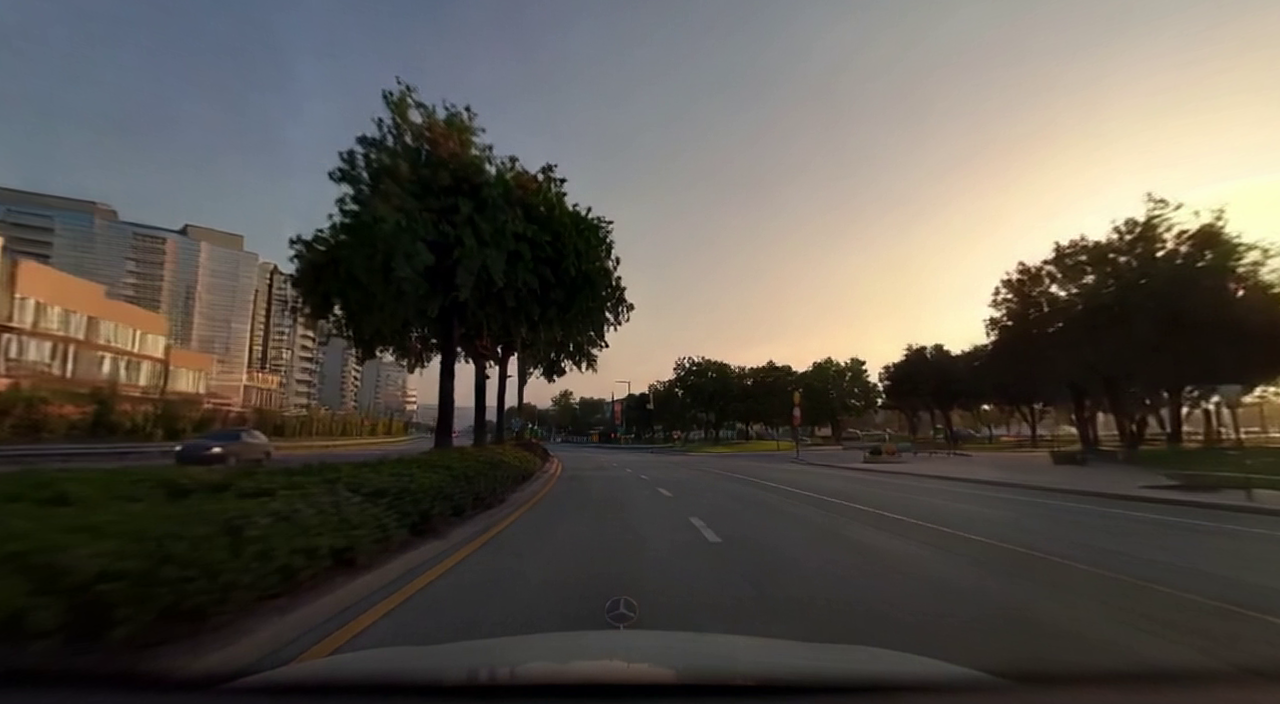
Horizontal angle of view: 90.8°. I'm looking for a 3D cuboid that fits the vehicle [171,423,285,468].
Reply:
[{"bbox_3d":[-16.934,3.898,26.295,2.025,1.716,4.552,1,-9,-7],"label":"vehicle"}]
